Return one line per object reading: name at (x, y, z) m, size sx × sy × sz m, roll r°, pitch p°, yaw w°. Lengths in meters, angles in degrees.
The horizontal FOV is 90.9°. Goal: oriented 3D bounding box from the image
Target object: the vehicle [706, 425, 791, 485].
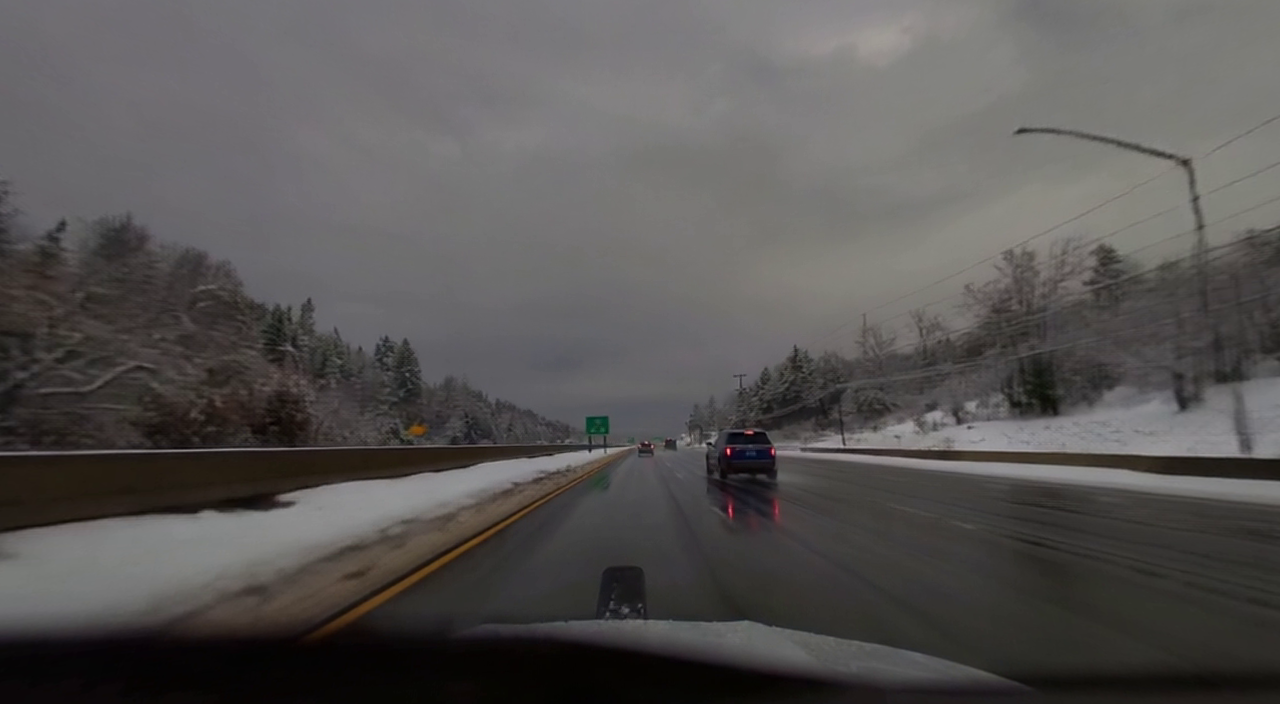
vehicle at (3.586, 3.503, 21.722) m, size 2.120 × 1.832 × 4.287 m, roll 0°, pitch -8°, yaw -1°
